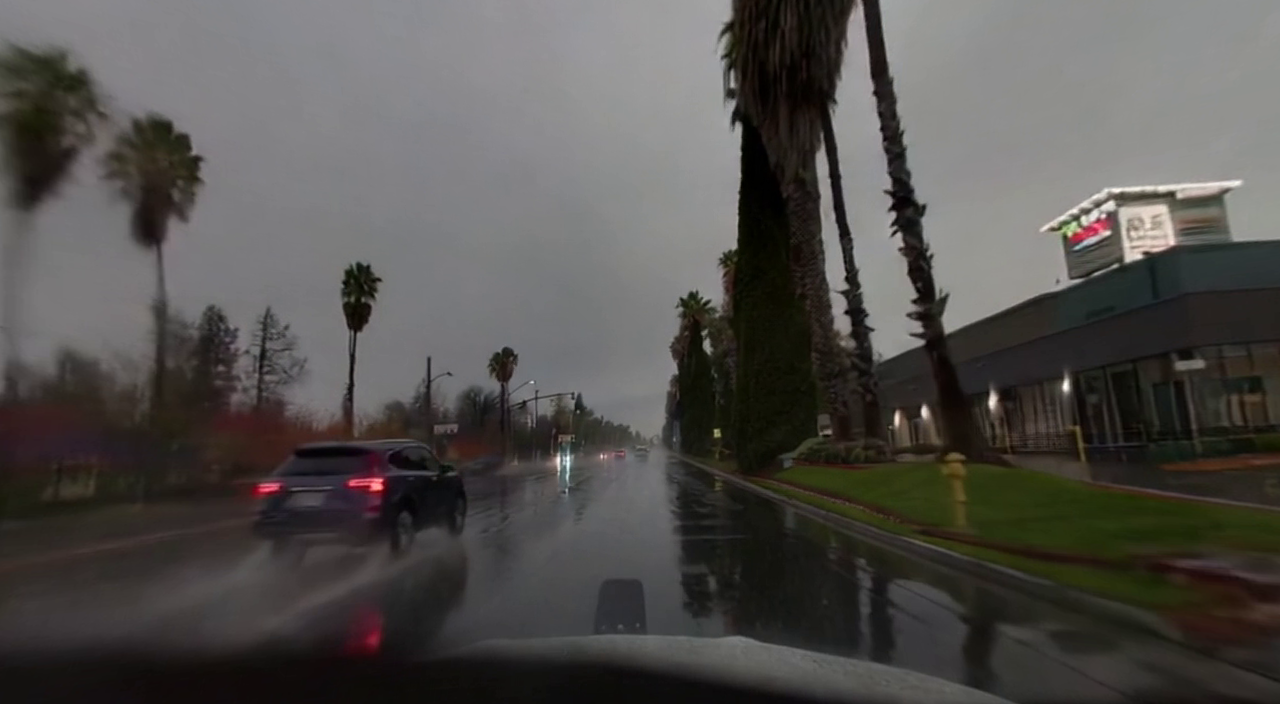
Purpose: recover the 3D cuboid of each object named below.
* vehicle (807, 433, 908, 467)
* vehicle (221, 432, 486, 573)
[{"bbox_3d":[11.536,5.225,33.737,4.577,1.750,2.115,0,-9,-3],"label":"vehicle"},{"bbox_3d":[-4.194,2.252,10.366,2.147,1.745,4.648,0,-8,0],"label":"vehicle"}]
